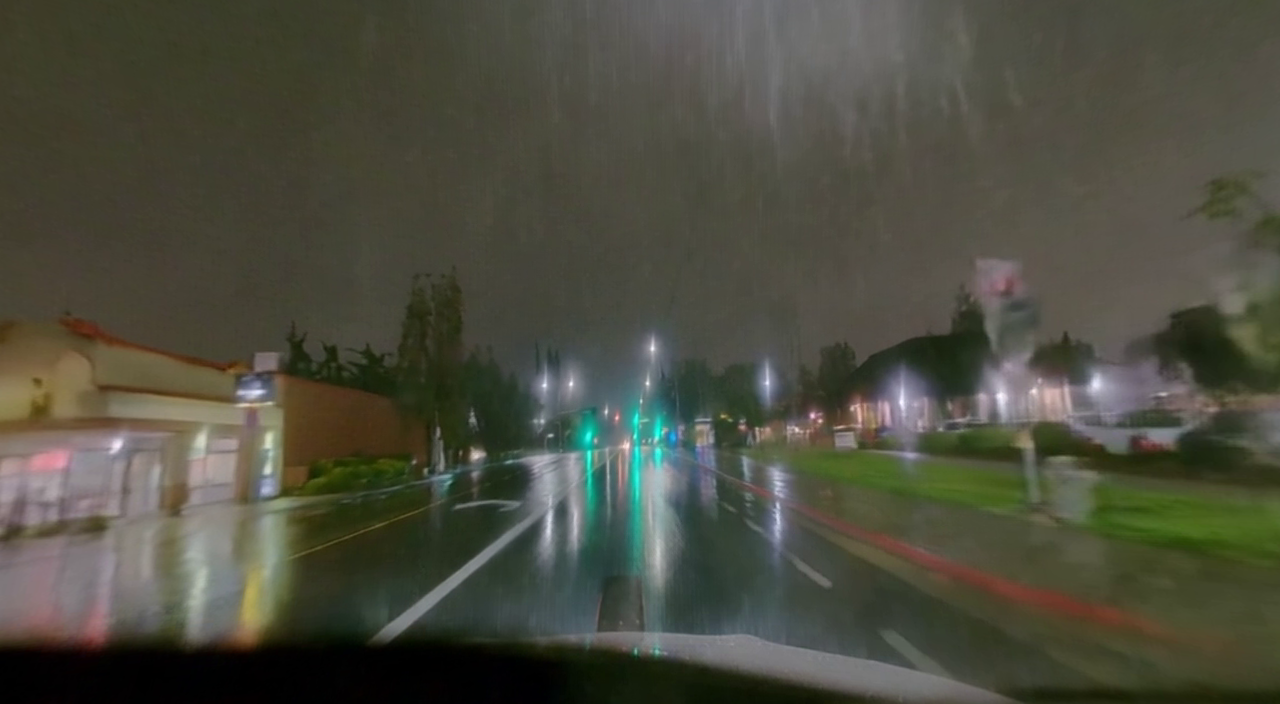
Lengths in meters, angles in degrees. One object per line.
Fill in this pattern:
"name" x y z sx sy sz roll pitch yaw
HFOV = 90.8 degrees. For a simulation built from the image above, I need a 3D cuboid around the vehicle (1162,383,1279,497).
"vehicle" 11.039 1.280 9.558 2.001 1.744 4.449 -1 -10 -9
